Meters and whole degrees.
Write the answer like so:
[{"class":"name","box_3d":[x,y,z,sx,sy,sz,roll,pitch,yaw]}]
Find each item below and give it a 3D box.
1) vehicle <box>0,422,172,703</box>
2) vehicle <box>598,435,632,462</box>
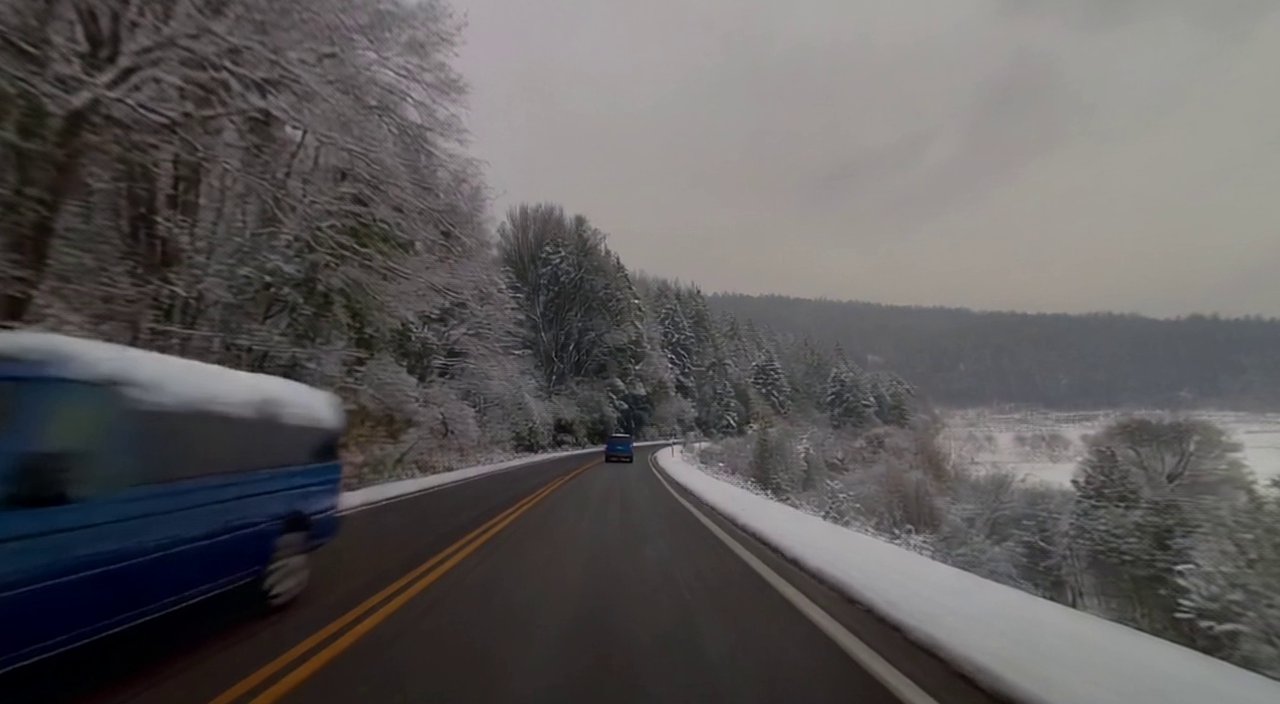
[{"class":"vehicle","box_3d":[-3.815,0.877,1.391,1.964,1.530,4.808,0,-9,-1]},{"class":"vehicle","box_3d":[-1.909,7.273,47.585,2.439,1.912,5.605,0,-8,-3]}]
